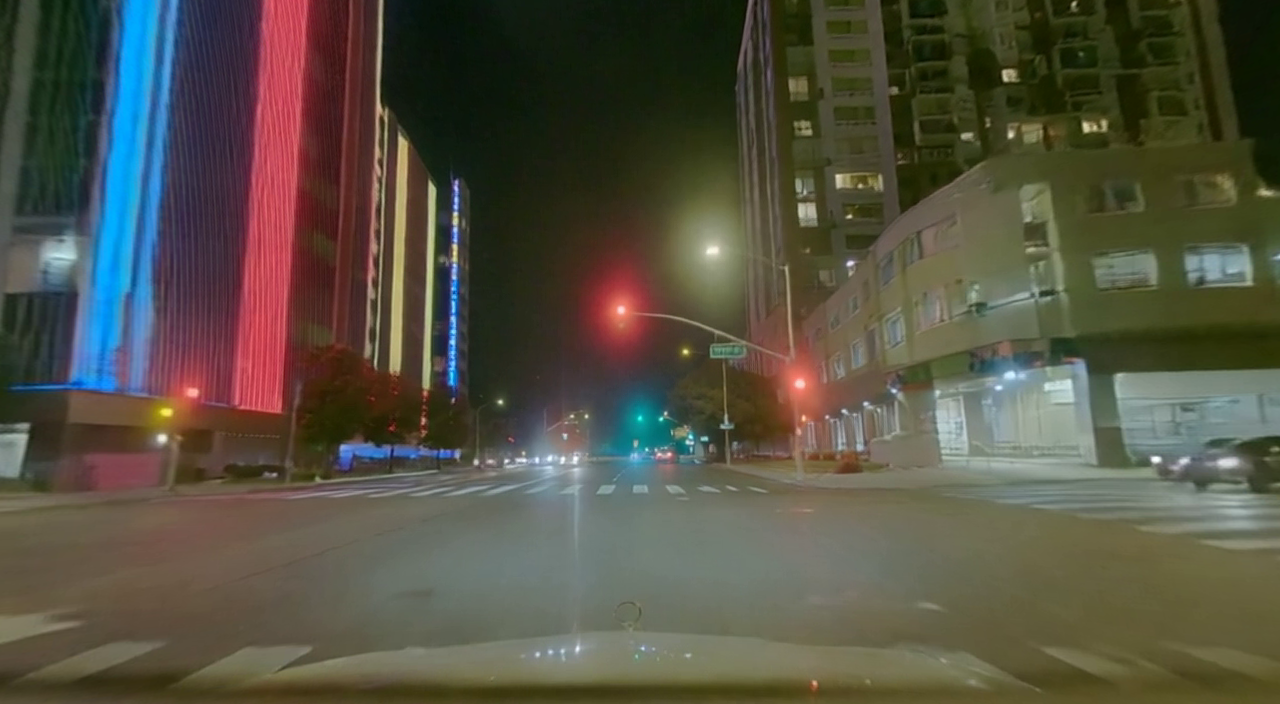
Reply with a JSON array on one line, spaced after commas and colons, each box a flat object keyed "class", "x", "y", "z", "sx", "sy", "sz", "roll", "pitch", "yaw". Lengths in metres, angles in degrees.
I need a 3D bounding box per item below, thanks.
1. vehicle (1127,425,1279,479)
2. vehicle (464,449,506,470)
[{"class": "vehicle", "x": 18.403, "y": 3.186, "z": 20.201, "sx": 4.009, "sy": 1.620, "sz": 1.882, "roll": 0, "pitch": -8, "yaw": -3}, {"class": "vehicle", "x": -12.183, "y": 8.459, "z": 49.873, "sx": 1.965, "sy": 1.474, "sz": 4.376, "roll": -1, "pitch": -8, "yaw": 4}]
